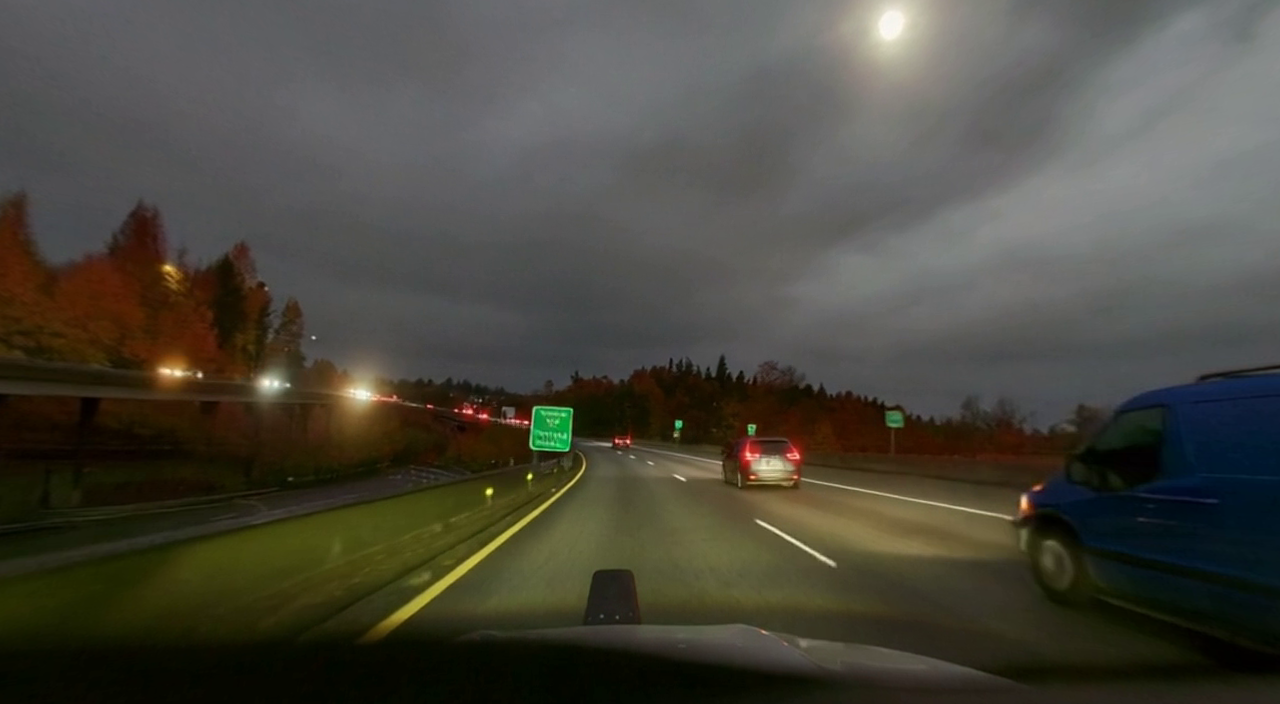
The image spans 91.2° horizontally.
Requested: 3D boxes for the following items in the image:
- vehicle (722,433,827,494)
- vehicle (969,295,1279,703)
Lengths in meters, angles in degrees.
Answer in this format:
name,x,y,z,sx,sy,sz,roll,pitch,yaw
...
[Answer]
name,x,y,z,sx,sy,sz,roll,pitch,yaw
vehicle,3.732,3.187,18.225,1.952,1.536,4.036,0,-9,-3
vehicle,3.934,0.697,2.670,2.205,1.923,4.956,0,-9,-2
